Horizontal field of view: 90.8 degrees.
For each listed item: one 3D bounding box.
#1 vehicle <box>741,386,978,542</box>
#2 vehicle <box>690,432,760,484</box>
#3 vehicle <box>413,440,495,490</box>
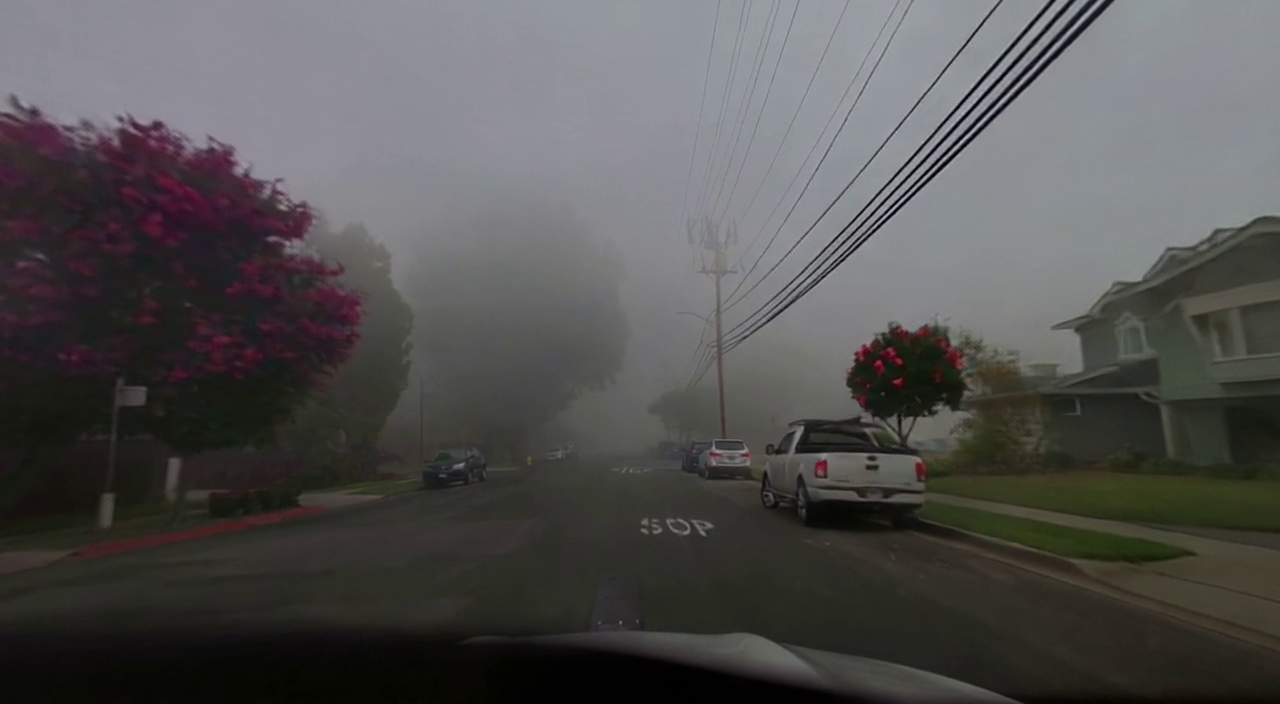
[{"bbox_3d":[3.386,1.913,11.340,2.111,2.054,5.748,0,-9,-1],"label":"vehicle"},{"bbox_3d":[3.102,3.998,23.998,1.993,1.778,4.311,0,-9,0],"label":"vehicle"},{"bbox_3d":[-7.392,4.585,25.505,1.980,1.664,4.342,-5,-11,0],"label":"vehicle"}]
